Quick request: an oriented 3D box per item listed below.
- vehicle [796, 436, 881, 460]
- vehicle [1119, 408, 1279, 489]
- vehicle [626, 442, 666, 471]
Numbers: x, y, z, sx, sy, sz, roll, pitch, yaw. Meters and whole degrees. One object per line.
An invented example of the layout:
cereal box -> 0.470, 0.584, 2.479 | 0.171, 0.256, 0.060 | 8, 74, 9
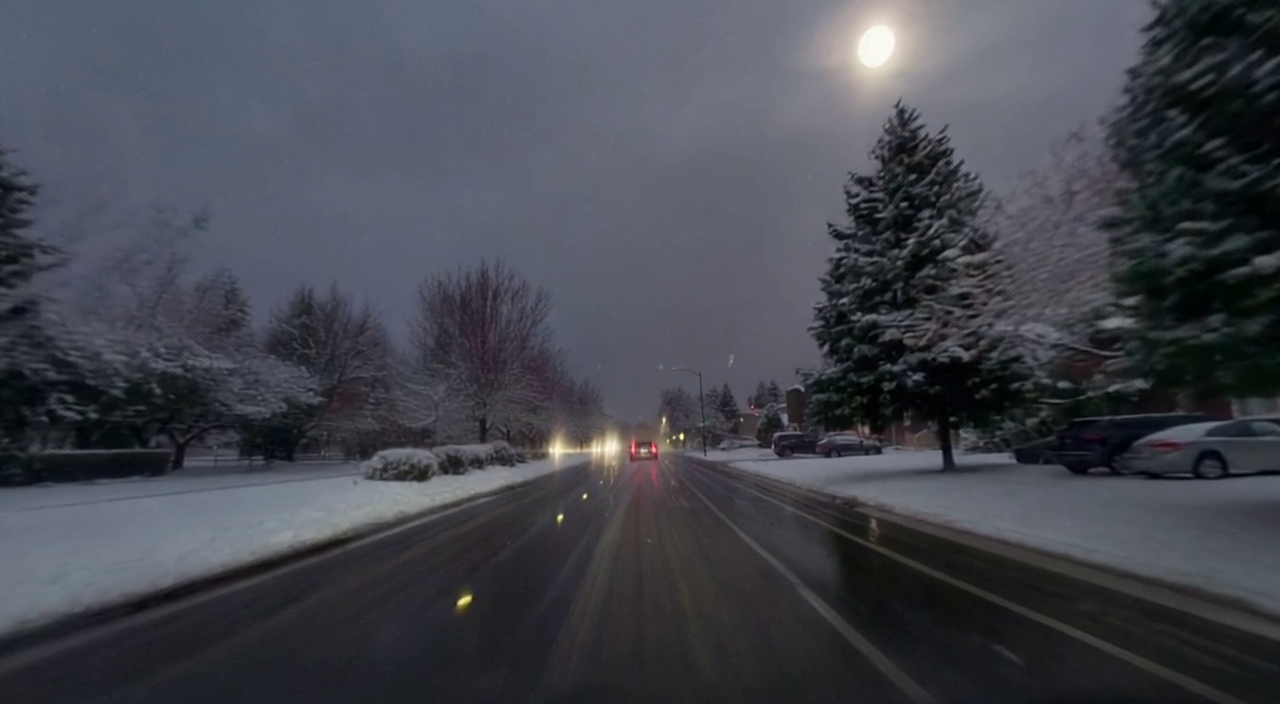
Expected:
vehicle -> 12.589, 6.112, 39.973 | 4.787, 1.494, 1.887 | 0, -9, 1
vehicle -> 13.476, 2.021, 13.633 | 4.447, 1.519, 1.955 | -2, -6, 1
vehicle -> 0.320, 5.704, 34.381 | 2.054, 1.456, 4.003 | 0, -9, 0
